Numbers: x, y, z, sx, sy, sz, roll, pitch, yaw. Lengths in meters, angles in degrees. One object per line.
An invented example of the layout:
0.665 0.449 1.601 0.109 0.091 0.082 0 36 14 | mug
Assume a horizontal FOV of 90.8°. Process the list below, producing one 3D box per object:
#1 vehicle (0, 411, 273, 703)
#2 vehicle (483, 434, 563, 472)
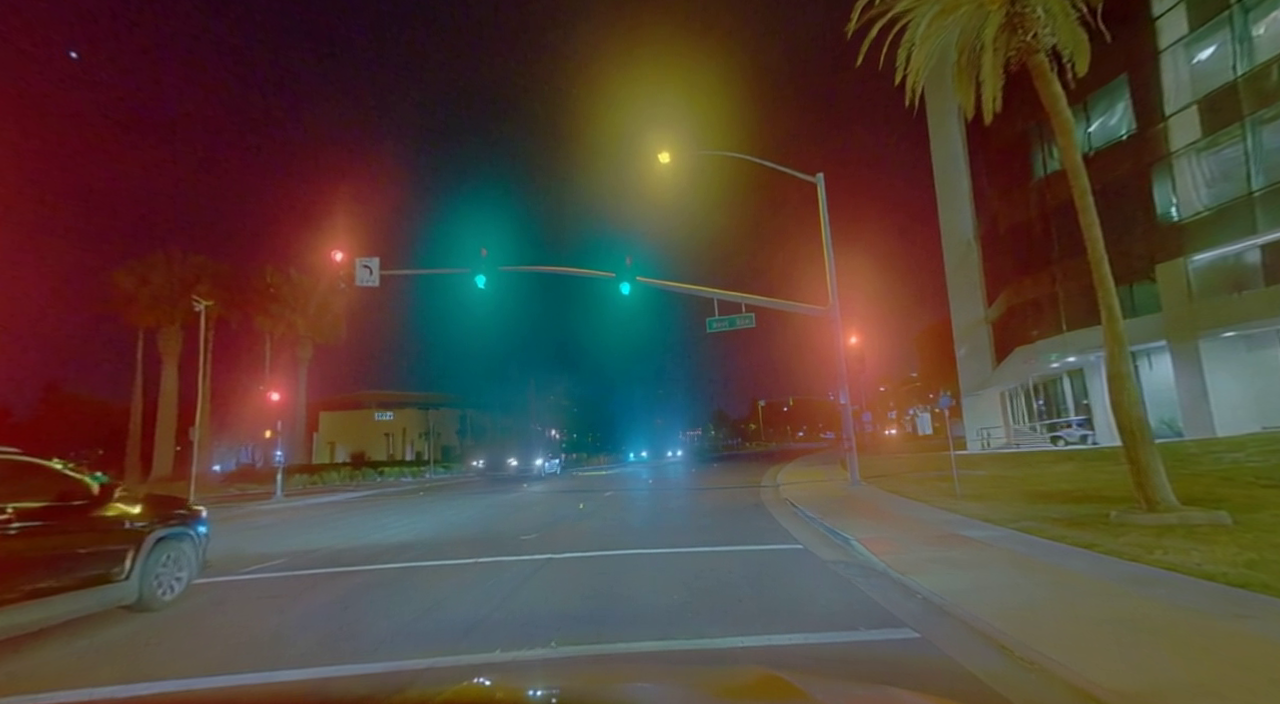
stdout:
-3.322 0.871 1.640 2.071 1.482 4.446 0 -9 0 | vehicle
-5.863 5.162 32.370 2.181 1.792 4.648 -3 -9 16 | vehicle
